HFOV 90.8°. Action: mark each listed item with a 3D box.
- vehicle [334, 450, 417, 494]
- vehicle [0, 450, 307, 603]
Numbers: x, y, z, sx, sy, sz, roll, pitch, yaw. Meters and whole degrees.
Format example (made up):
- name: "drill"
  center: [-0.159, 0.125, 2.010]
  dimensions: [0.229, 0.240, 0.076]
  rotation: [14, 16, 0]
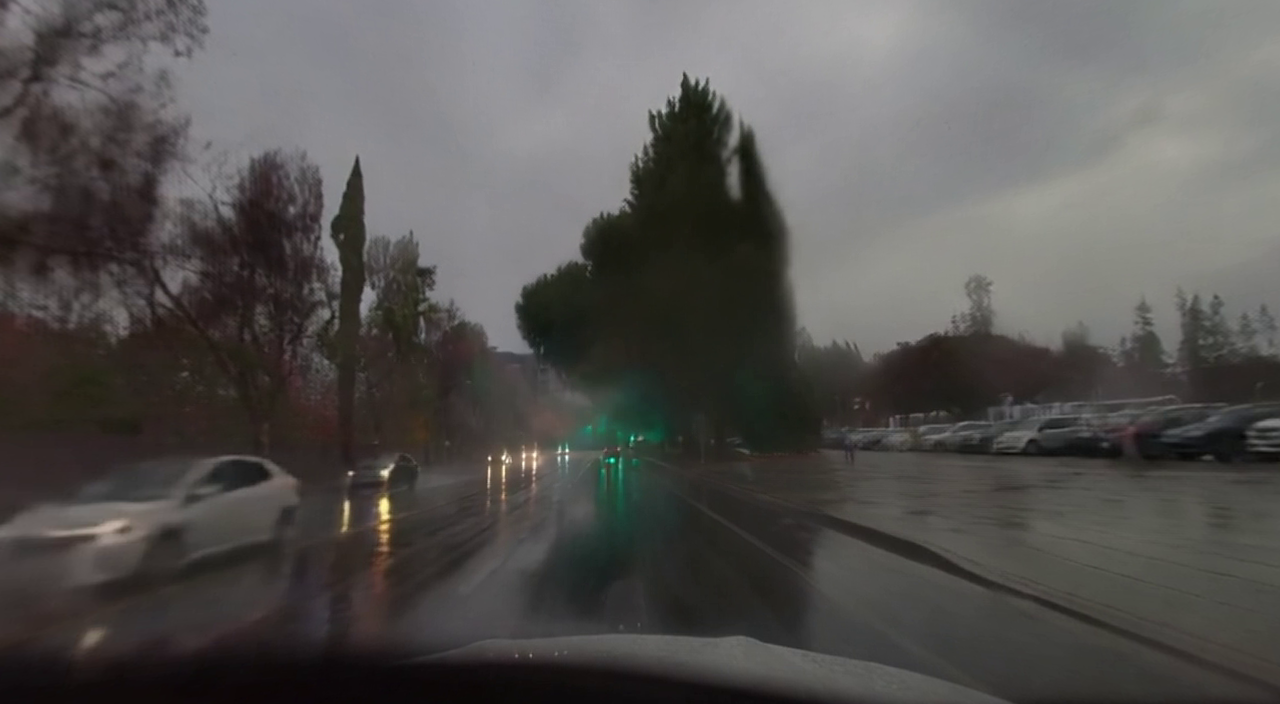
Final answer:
- name: "vehicle"
  center: [-11.551, 5.237, 27.959]
  dimensions: [2.000, 1.728, 4.510]
  rotation: [0, -8, -4]
- name: "vehicle"
  center: [-6.701, 2.123, 8.652]
  dimensions: [2.033, 1.511, 4.247]
  rotation: [0, -8, -1]
